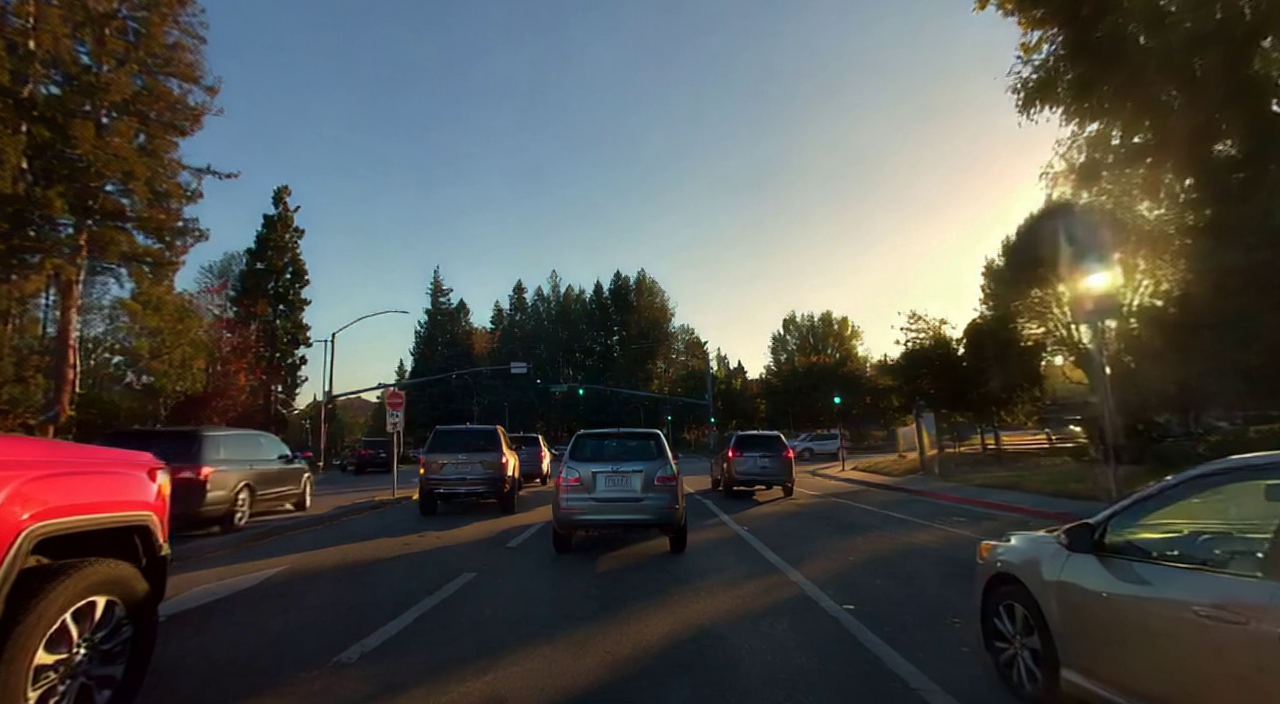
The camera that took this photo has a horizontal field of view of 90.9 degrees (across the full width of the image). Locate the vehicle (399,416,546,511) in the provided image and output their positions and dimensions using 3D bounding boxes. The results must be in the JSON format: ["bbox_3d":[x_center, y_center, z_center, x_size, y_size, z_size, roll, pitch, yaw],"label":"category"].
[{"bbox_3d":[-3.628,2.522,14.668,2.089,1.857,4.488,0,-8,1],"label":"vehicle"}]

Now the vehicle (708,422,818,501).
[{"bbox_3d":[3.168,2.939,17.307,2.102,1.841,4.587,0,-8,0],"label":"vehicle"}]

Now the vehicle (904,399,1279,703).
[{"bbox_3d":[3.015,0.966,2.522,1.874,1.477,4.698,0,-8,0],"label":"vehicle"}]

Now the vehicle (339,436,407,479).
[{"bbox_3d":[-12.491,4.844,29.305,2.088,1.787,4.728,5,-10,-31],"label":"vehicle"}]

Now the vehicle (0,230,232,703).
[{"bbox_3d":[-3.475,0.349,0.306,2.656,2.021,5.800,0,-8,0],"label":"vehicle"}]

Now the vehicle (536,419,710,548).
[{"bbox_3d":[-0.222,1.937,9.879,2.194,1.607,3.690,0,-8,0],"label":"vehicle"}]
